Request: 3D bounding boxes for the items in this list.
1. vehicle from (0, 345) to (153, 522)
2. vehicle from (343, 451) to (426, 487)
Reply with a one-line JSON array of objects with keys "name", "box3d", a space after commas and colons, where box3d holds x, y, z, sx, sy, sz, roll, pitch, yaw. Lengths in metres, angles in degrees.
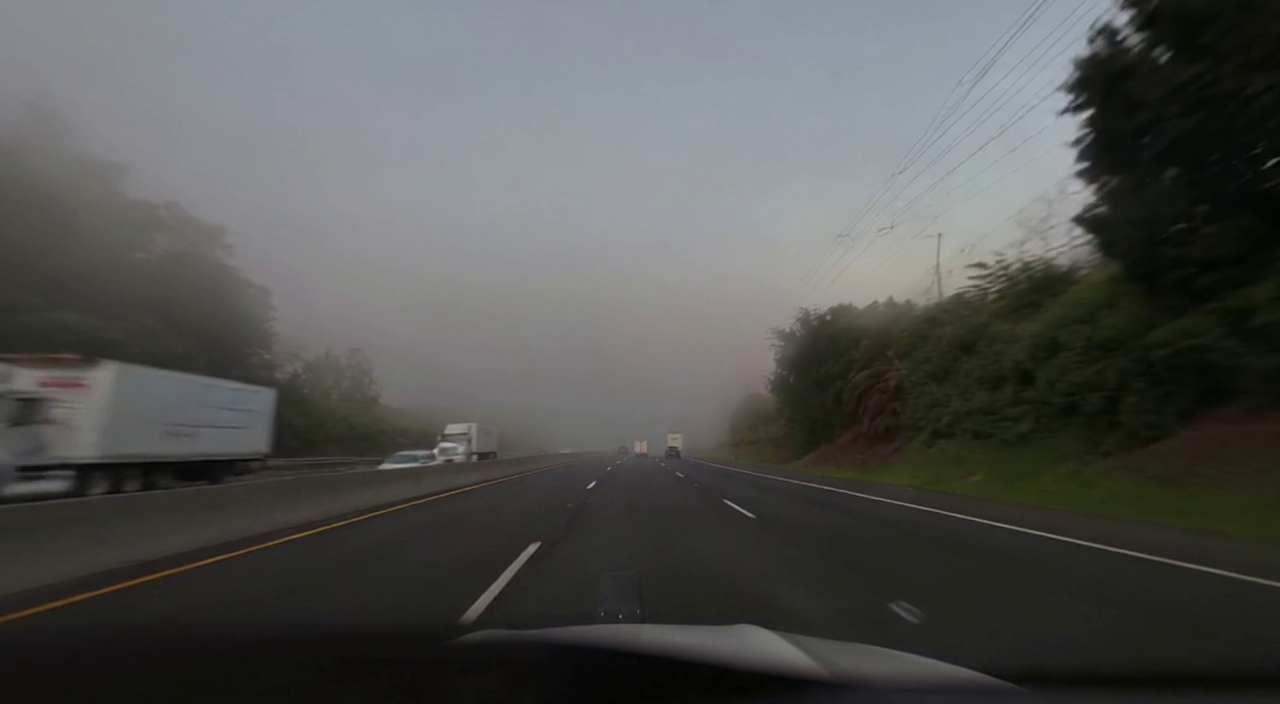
[{"name": "vehicle", "box3d": [-15.054, 1.873, 14.314, 3.119, 3.694, 5.532, 0, -9, 1]}, {"name": "vehicle", "box3d": [-11.713, 5.377, 29.116, 1.928, 1.485, 4.694, 0, -9, -1]}]
